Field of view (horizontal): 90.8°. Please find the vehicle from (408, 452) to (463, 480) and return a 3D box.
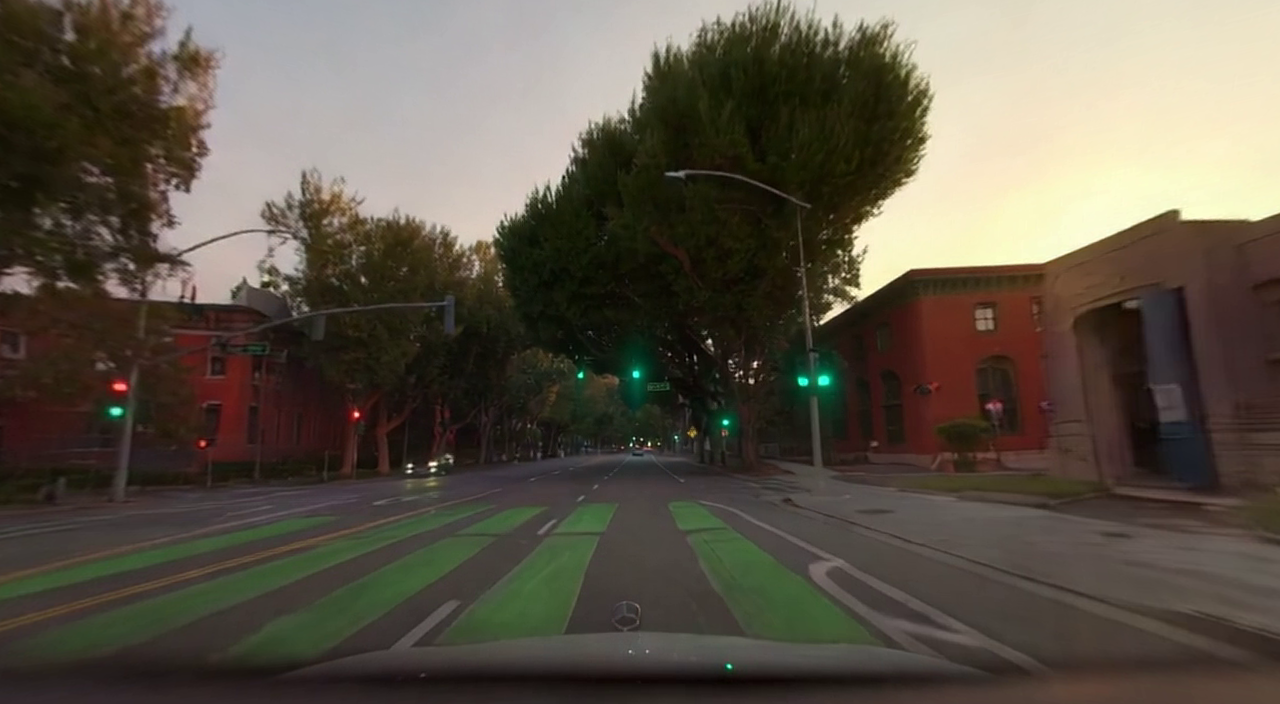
[{"bbox_3d":[-14.300,7.975,44.391,2.113,1.804,4.732,0,-9,2],"label":"vehicle"}]
